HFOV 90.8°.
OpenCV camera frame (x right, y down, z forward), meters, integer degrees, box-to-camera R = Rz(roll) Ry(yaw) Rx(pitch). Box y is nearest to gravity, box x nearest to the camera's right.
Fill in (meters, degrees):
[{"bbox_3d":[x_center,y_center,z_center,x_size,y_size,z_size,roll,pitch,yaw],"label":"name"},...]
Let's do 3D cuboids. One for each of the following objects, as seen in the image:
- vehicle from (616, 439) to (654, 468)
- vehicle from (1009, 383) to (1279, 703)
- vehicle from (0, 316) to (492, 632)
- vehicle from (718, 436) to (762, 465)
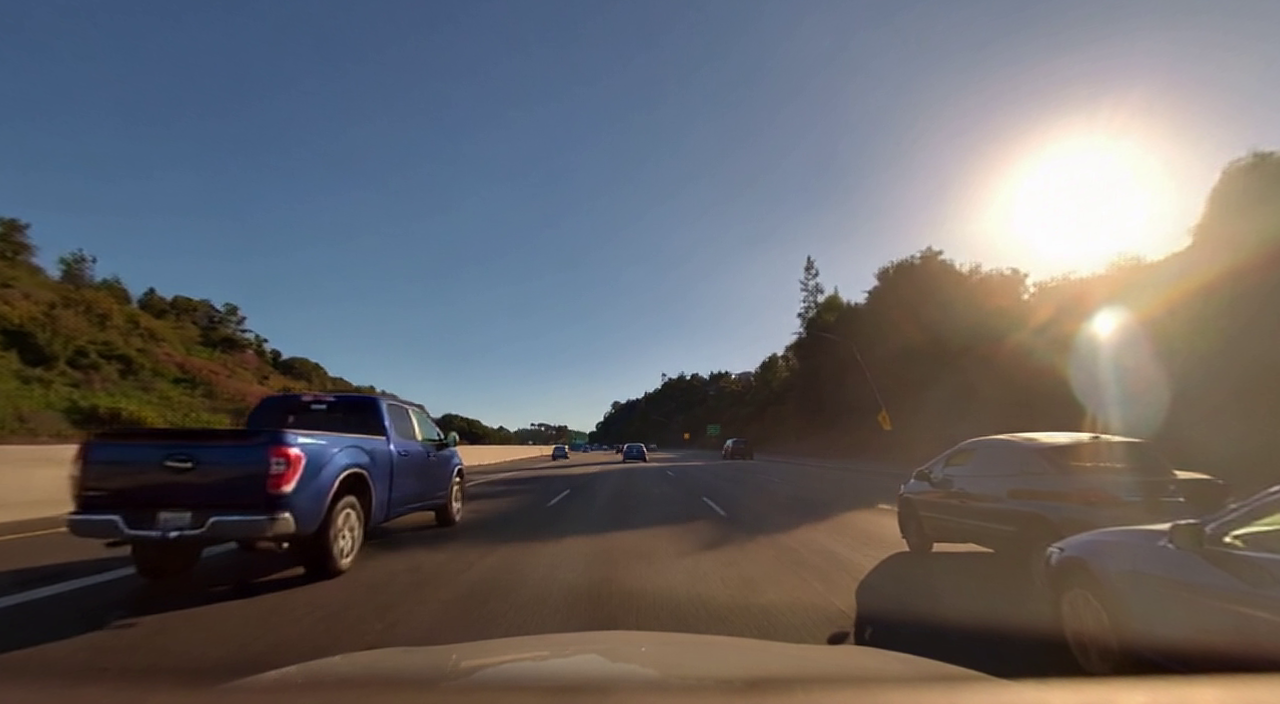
[{"bbox_3d":[-0.335,6.227,38.828,2.157,1.642,4.189,0,-9,-1],"label":"vehicle"},{"bbox_3d":[3.059,0.704,0.999,2.072,1.501,4.694,0,-9,-1],"label":"vehicle"},{"bbox_3d":[-3.746,1.268,7.412,2.592,2.179,6.034,0,-9,0],"label":"vehicle"},{"bbox_3d":[6.830,6.811,43.844,2.103,1.898,5.310,0,-9,-1],"label":"vehicle"}]
